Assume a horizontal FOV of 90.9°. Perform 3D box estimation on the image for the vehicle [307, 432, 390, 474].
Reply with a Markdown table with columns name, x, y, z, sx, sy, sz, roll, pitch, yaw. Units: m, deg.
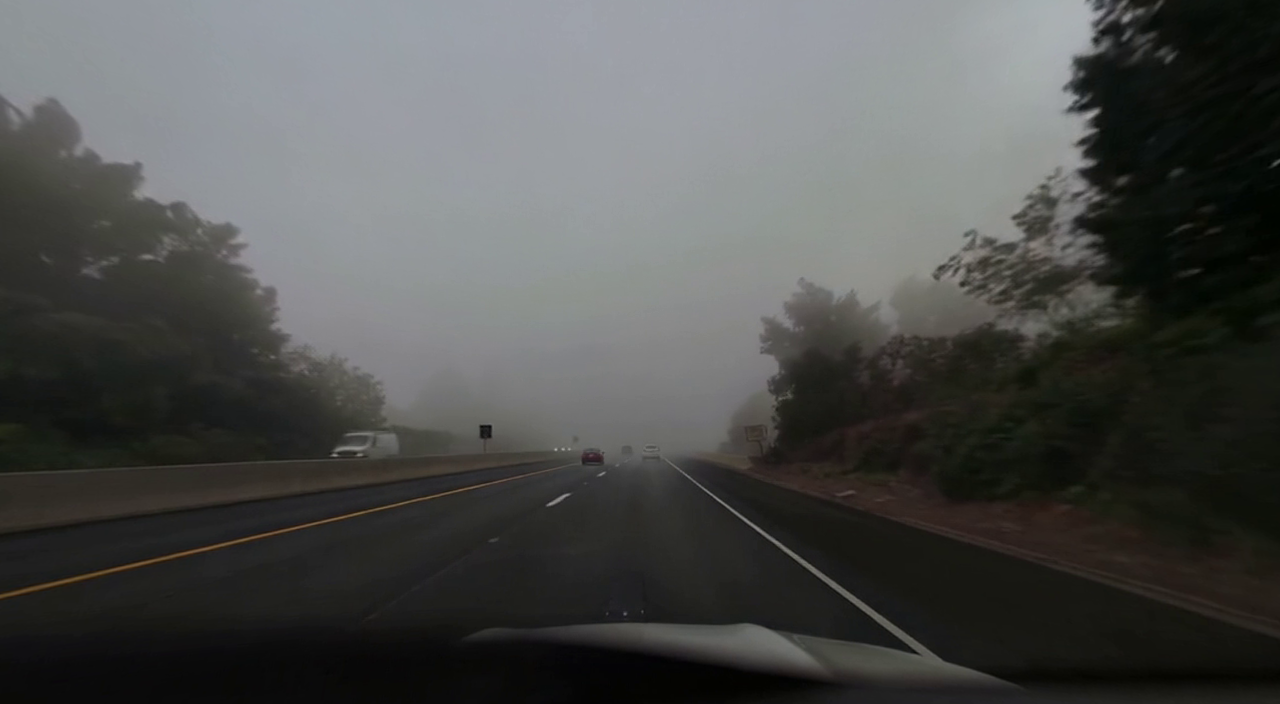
| name | x | y | z | sx | sy | sz | roll | pitch | yaw |
| --- | --- | --- | --- | --- | --- | --- | --- | --- | --- |
| vehicle | -17.235 | 5.995 | 37.614 | 2.385 | 2.325 | 5.106 | 0 | -9 | 1 |

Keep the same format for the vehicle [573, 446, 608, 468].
| name | x | y | z | sx | sy | sz | roll | pitch | yaw |
| --- | --- | --- | --- | --- | --- | --- | --- | --- | --- |
| vehicle | -3.432 | 7.332 | 44.078 | 2.033 | 1.449 | 3.957 | 0 | -9 | 1 |
